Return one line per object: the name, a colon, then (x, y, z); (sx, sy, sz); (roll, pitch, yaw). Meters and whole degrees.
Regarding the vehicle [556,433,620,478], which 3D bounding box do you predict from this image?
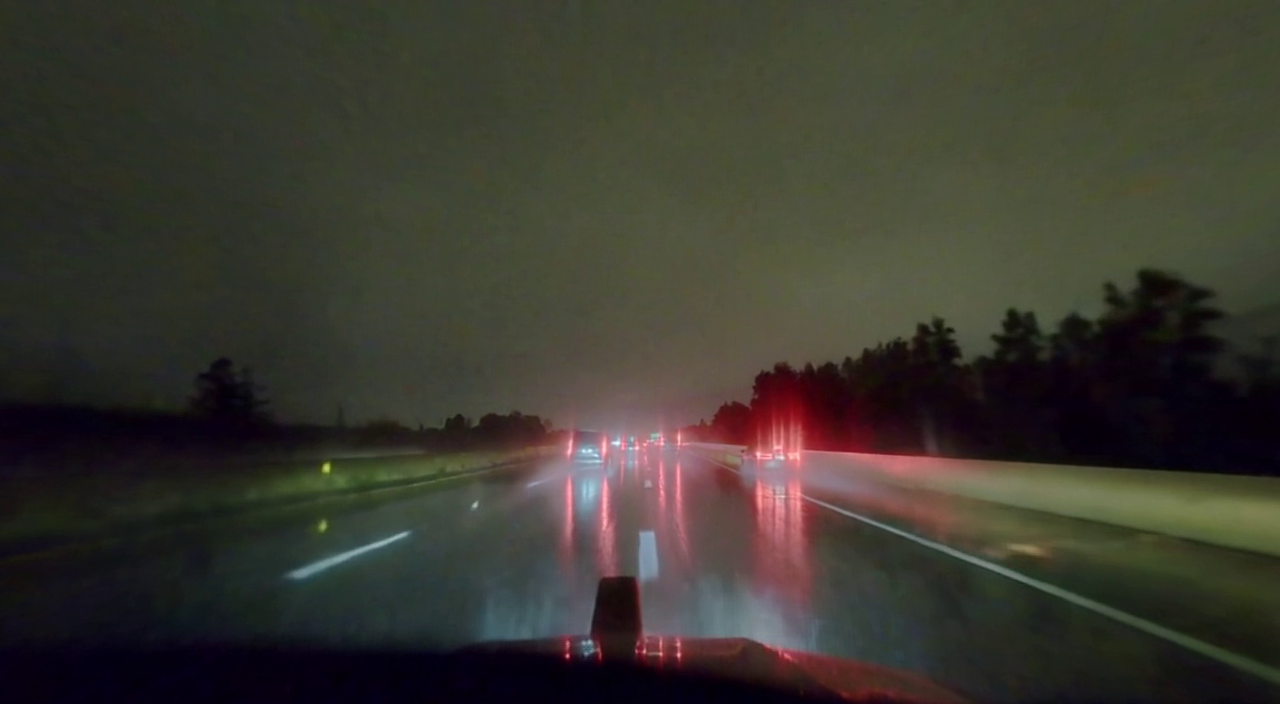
vehicle: (-1.908, 3.944, 24.361); (2.039, 1.589, 4.324); (0, -8, 1)
